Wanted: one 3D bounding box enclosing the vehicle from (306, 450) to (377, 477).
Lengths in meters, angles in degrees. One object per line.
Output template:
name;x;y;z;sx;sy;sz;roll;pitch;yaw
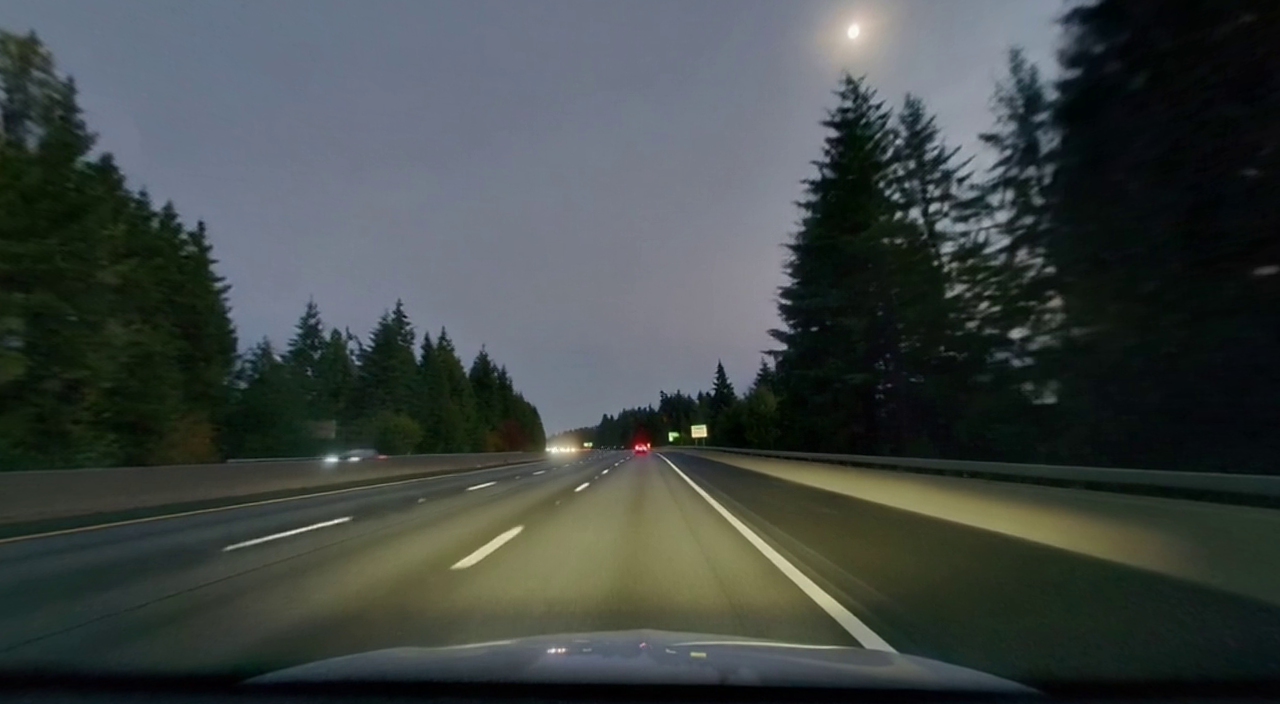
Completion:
vehicle;-17.333;6.484;36.905;1.797;1.455;4.751;0;-8;1
